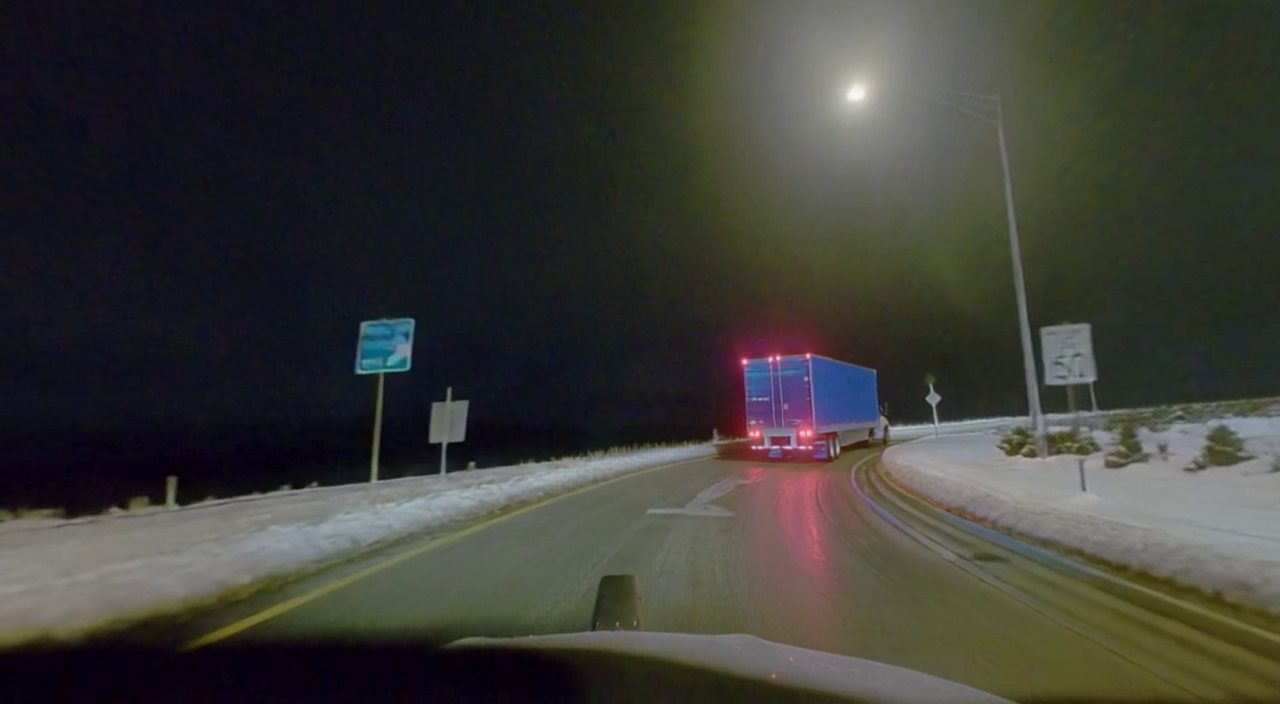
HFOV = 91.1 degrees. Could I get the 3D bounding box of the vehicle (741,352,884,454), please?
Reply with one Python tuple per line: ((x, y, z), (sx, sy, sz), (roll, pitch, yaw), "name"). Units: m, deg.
((8.057, 2.534, 27.994), (2.837, 3.712, 10.484), (-5, -9, 33), "vehicle")
